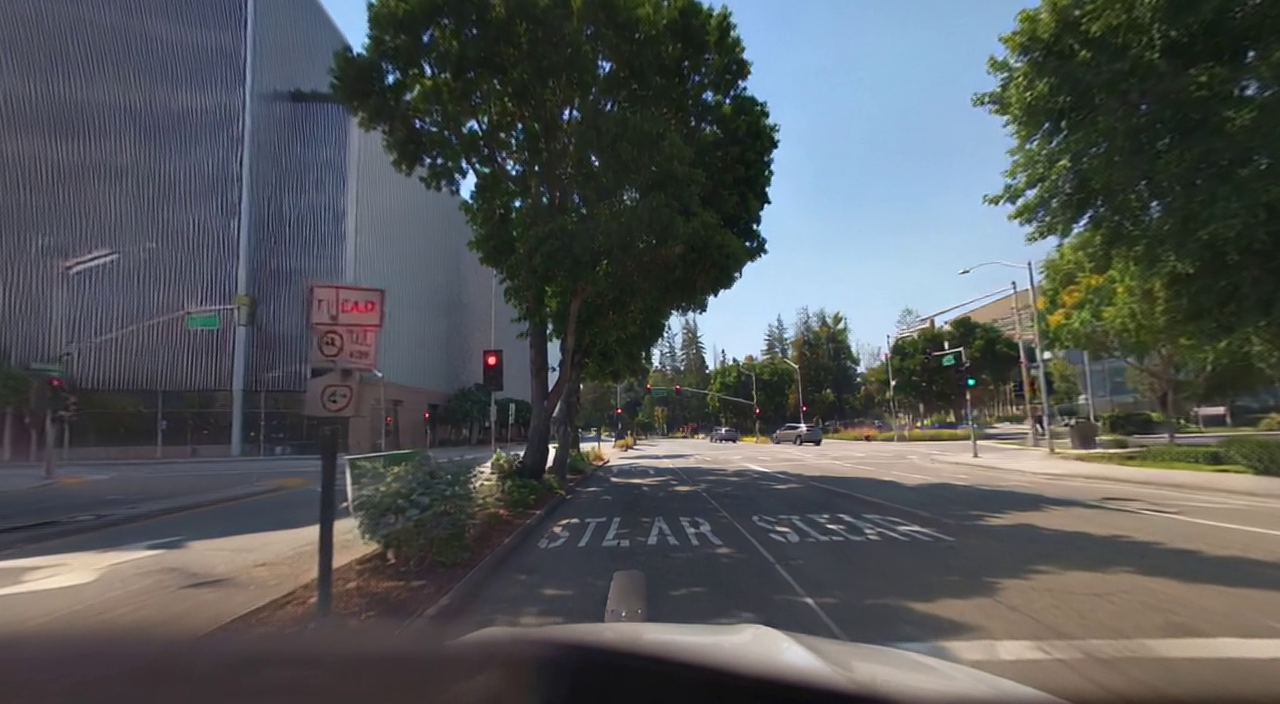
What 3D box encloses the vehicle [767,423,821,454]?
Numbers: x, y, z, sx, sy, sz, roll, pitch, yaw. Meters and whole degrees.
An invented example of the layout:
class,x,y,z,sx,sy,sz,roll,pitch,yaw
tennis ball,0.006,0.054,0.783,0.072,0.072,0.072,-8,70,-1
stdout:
class,x,y,z,sx,sy,sz,roll,pitch,yaw
vehicle,9.920,5.656,40.995,2.156,1.881,4.743,0,-8,-2
